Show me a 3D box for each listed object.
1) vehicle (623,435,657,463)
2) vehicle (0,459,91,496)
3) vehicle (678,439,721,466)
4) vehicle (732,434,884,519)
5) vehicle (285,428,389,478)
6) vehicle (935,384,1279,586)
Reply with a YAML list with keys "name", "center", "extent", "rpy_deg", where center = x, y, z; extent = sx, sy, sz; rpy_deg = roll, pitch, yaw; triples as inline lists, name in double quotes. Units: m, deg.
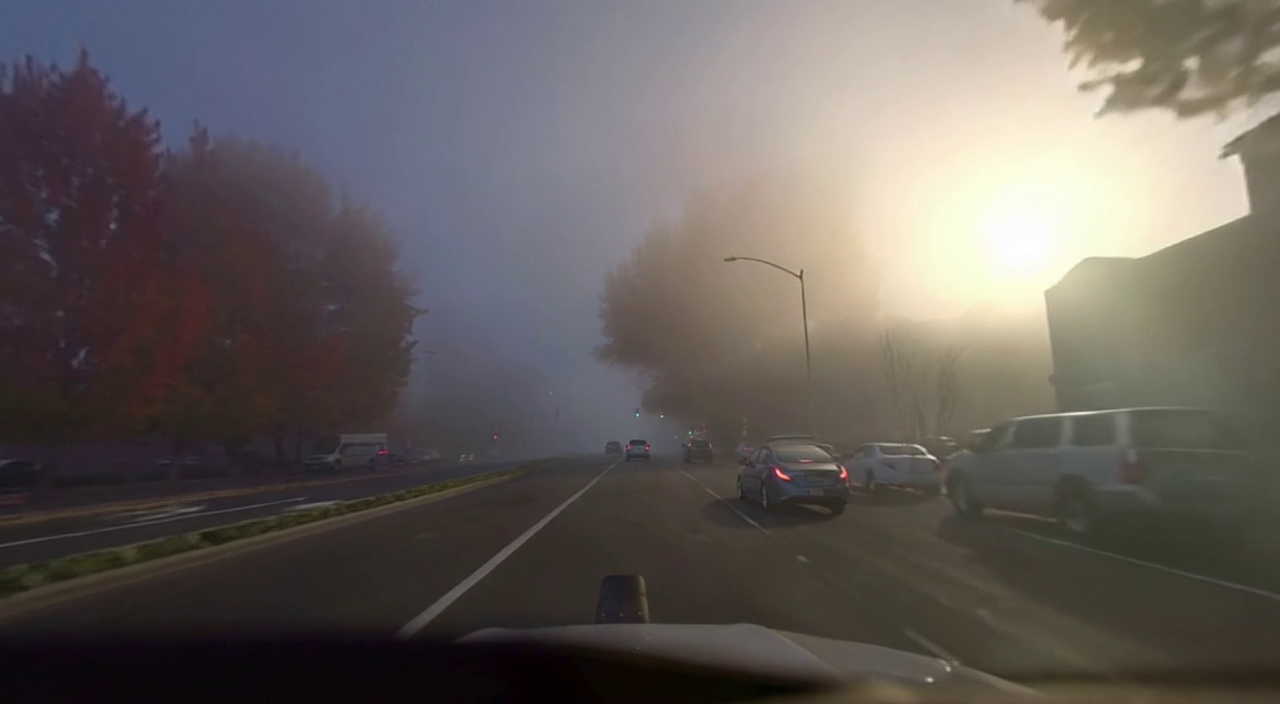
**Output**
- name: "vehicle"
  center: [0.015, 6.713, 43.636]
  extent: [2.239, 1.856, 4.815]
  rpy_deg: [0, -8, 0]
- name: "vehicle"
  center: [-30.530, 6.232, 31.449]
  extent: [4.370, 1.725, 2.052]
  rpy_deg: [-1, -9, 5]
- name: "vehicle"
  center: [3.560, 6.131, 38.556]
  extent: [2.178, 1.546, 4.311]
  rpy_deg: [0, -8, 0]
- name: "vehicle"
  center: [3.349, 2.572, 13.604]
  extent: [1.977, 1.498, 4.521]
  rpy_deg: [0, -8, -1]
- name: "vehicle"
  center: [-22.271, 7.495, 47.115]
  extent: [2.961, 3.271, 9.547]
  rpy_deg: [0, -9, 1]
- name: "vehicle"
  center: [6.841, 1.713, 9.059]
  extent: [2.378, 1.946, 5.826]
  rpy_deg: [0, -8, 0]
